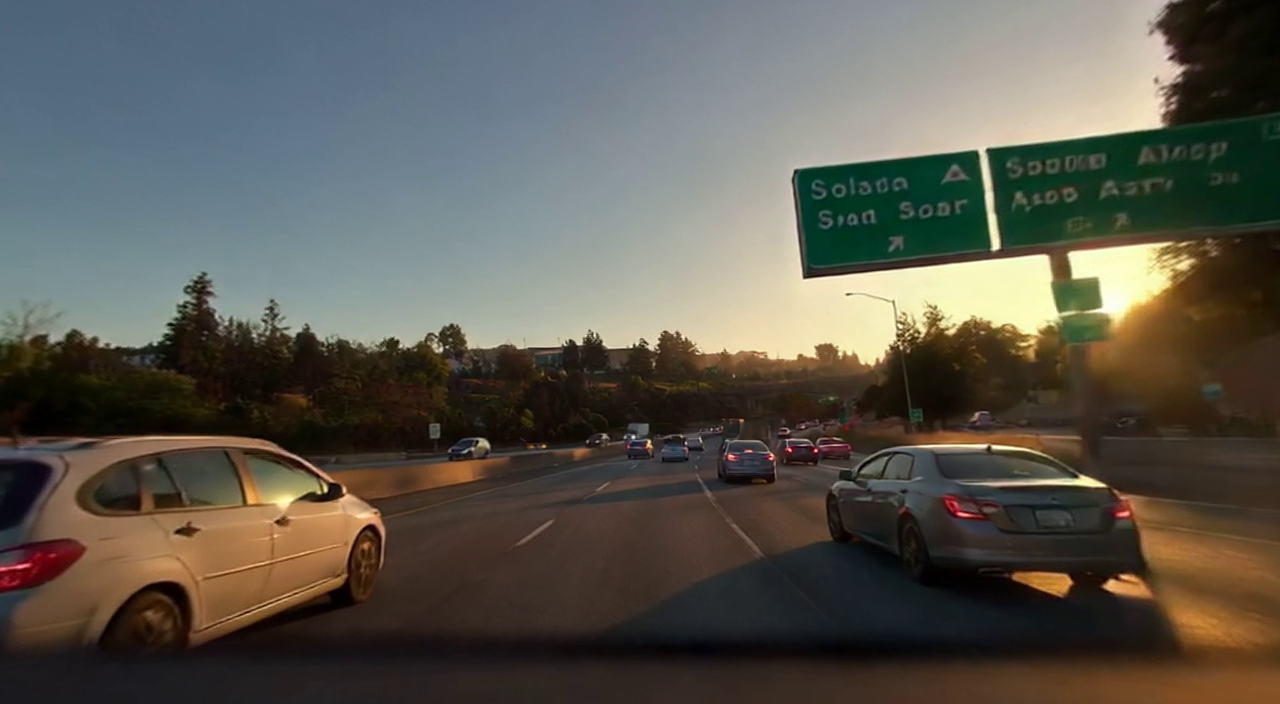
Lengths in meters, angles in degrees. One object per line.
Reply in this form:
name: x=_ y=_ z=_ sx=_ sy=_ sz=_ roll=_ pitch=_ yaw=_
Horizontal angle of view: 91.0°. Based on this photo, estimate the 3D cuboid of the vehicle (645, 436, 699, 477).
vehicle: x=1.405 y=4.535 z=27.494 sx=2.201 sy=1.614 sz=3.803 roll=-1 pitch=-9 yaw=4

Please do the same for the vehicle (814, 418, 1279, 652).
vehicle: x=3.438 y=1.547 z=6.471 sx=2.014 sy=1.489 sz=4.696 roll=0 pitch=-9 yaw=1

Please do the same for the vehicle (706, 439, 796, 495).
vehicle: x=3.234 y=3.450 z=19.278 sx=2.009 sy=1.489 sz=4.559 roll=0 pitch=-9 yaw=1

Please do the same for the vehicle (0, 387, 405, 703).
vehicle: x=-3.266 y=1.142 z=3.745 sx=1.937 sy=1.558 sz=4.469 roll=0 pitch=-9 yaw=1

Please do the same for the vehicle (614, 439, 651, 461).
vehicle: x=-0.495 y=7.084 z=45.694 sx=2.059 sy=1.516 sz=4.236 roll=-1 pitch=-9 yaw=7
